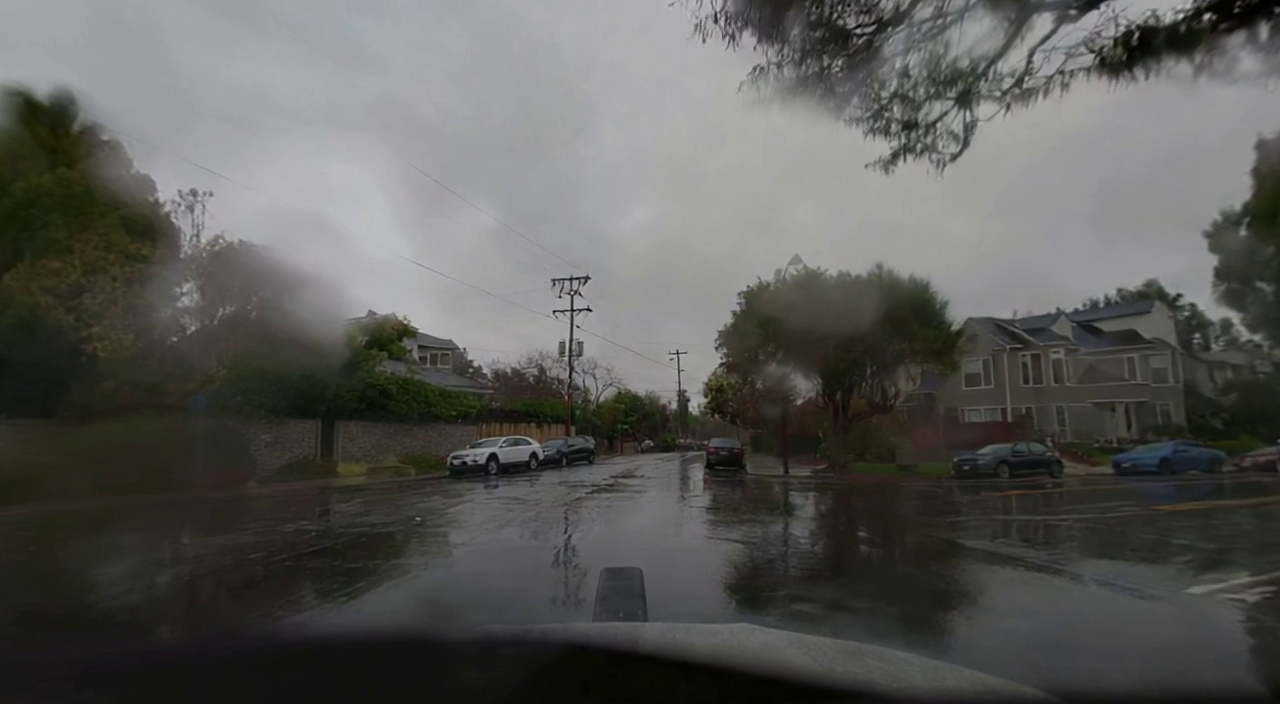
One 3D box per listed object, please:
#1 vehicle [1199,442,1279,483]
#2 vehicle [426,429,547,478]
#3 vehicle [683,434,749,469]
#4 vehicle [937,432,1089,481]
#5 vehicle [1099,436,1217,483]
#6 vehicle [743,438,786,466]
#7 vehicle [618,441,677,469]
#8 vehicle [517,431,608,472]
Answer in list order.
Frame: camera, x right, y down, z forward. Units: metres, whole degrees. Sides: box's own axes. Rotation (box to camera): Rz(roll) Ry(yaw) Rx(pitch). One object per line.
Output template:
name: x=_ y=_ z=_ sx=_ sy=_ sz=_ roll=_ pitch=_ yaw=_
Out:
vehicle: x=29.819 y=5.262 z=30.406 sx=5.499 sy=1.837 sz=2.089 roll=4 pitch=-9 yaw=-24
vehicle: x=-6.457 y=4.394 z=27.514 sx=2.152 sy=1.877 sz=5.701 roll=-4 pitch=-9 yaw=21
vehicle: x=3.858 y=4.935 z=31.501 sx=1.981 sy=1.579 sz=4.446 roll=-4 pitch=-9 yaw=24
vehicle: x=13.927 y=3.973 z=23.615 sx=5.197 sy=1.431 sz=2.136 roll=7 pitch=-13 yaw=-22
vehicle: x=22.182 y=4.558 z=27.047 sx=4.414 sy=1.837 sz=1.937 roll=3 pitch=-9 yaw=-23
vehicle: x=8.250 y=6.568 z=41.661 sx=1.989 sy=1.683 sz=3.918 roll=-4 pitch=-9 yaw=22
vehicle: x=0.614 y=7.273 z=44.791 sx=2.287 sy=1.830 sz=5.343 roll=-4 pitch=-9 yaw=23
vehicle: x=-3.936 y=5.212 z=33.316 sx=2.283 sy=1.909 sz=5.692 roll=-4 pitch=-9 yaw=21
